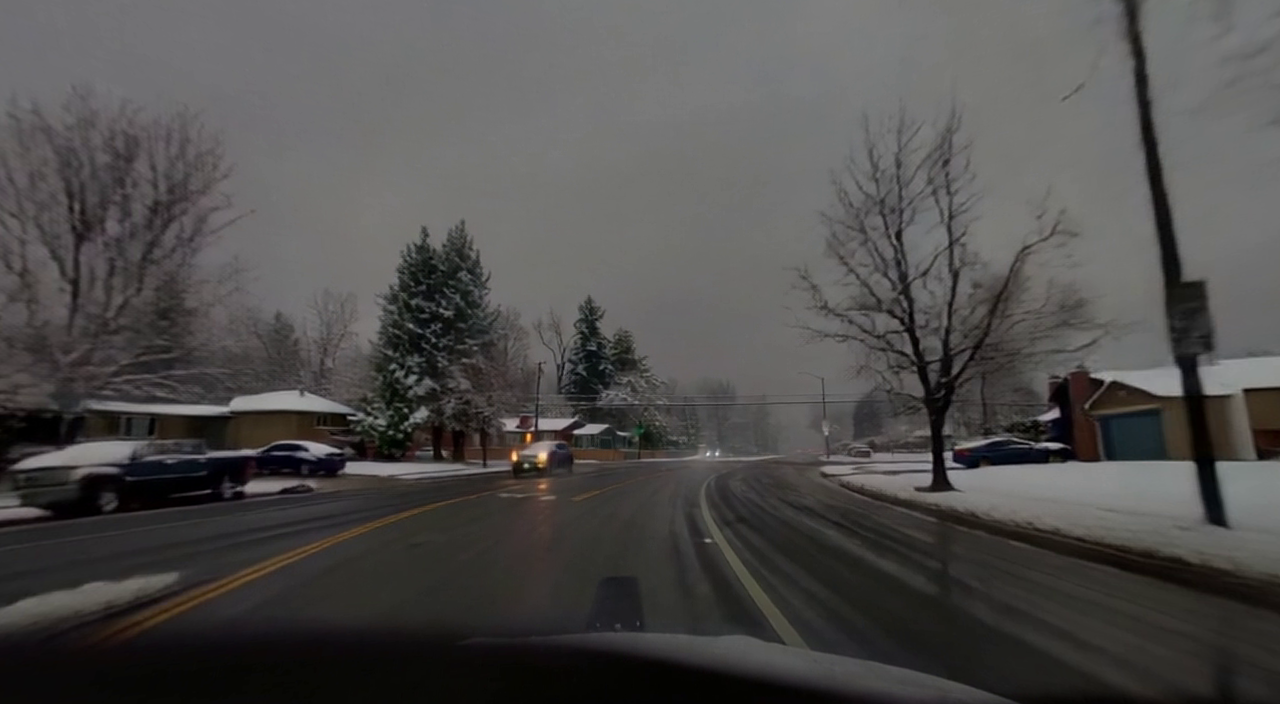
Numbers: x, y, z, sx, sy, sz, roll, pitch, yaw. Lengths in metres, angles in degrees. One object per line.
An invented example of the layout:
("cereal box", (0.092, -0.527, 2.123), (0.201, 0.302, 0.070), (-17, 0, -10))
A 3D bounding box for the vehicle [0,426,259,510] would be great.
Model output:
("vehicle", (-14.671, 3.255, 18.388), (2.418, 1.969, 6.615), (-1, -9, 7))

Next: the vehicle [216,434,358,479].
("vehicle", (-17.168, 5.126, 30.788), (6.010, 1.935, 2.255), (-4, -10, 14))

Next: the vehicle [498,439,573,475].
("vehicle", (-5.909, 6.060, 36.677), (2.272, 1.920, 5.737), (-2, -9, 12))

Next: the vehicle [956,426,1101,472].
("vehicle", (17.531, 4.470, 28.869), (5.073, 1.729, 2.161), (-6, -11, 16))
